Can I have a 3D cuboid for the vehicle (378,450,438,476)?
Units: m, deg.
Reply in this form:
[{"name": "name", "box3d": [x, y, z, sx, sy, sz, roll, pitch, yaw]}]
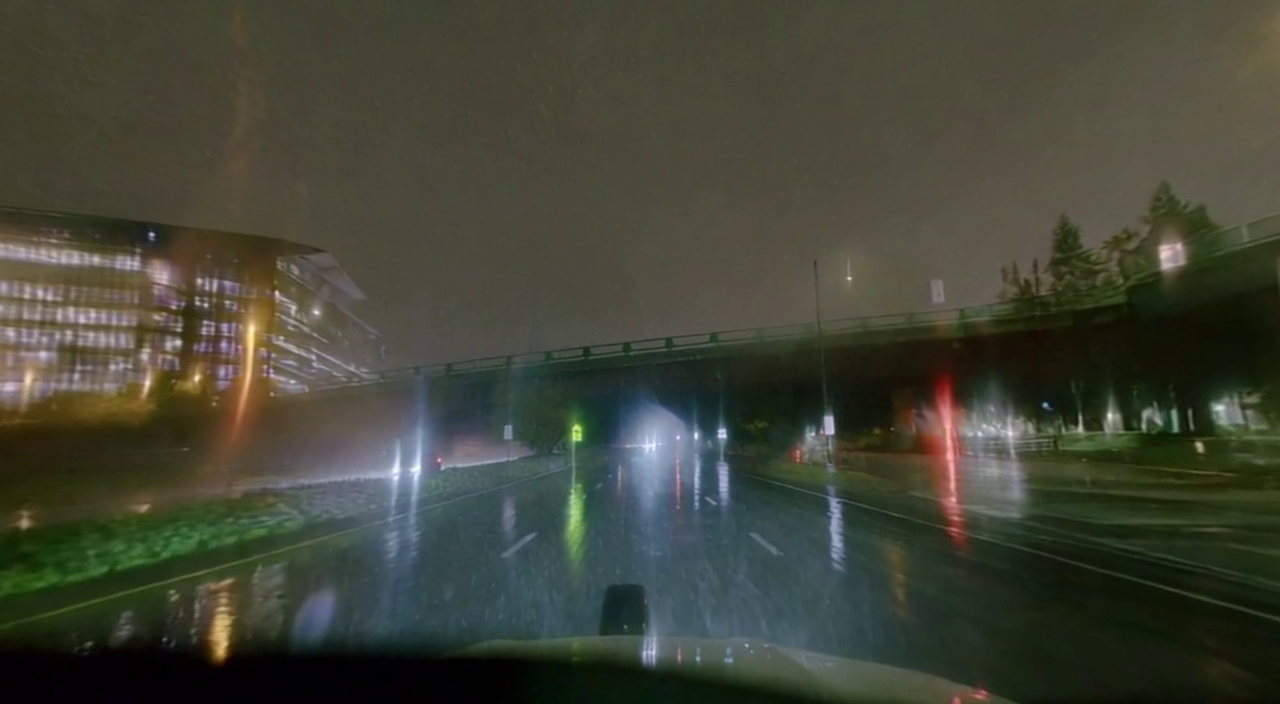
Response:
[{"name": "vehicle", "box3d": [-14.321, 6.868, 39.188, 1.983, 1.461, 4.542, 0, -8, 1]}]
